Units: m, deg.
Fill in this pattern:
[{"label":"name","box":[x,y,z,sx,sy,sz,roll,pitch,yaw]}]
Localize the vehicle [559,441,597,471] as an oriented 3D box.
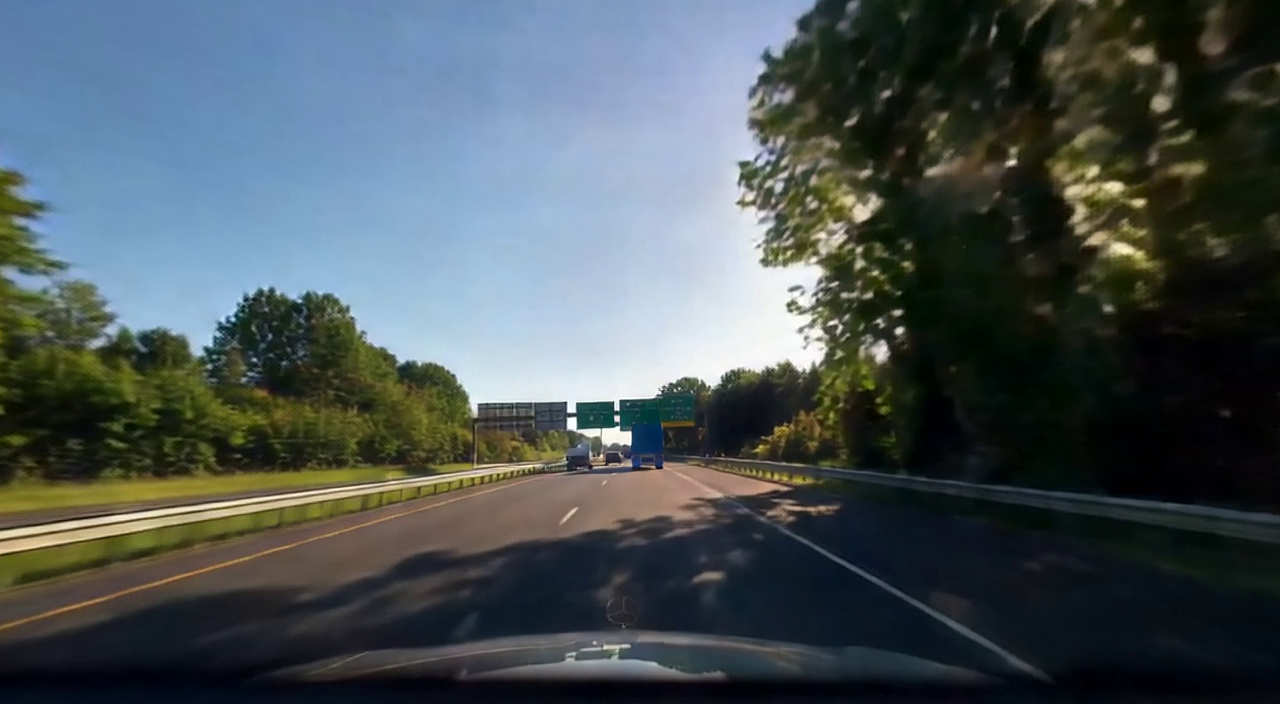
[{"label":"vehicle","box":[-4.255,7.219,43.994,2.168,1.980,4.622,0,-9,0]}]
